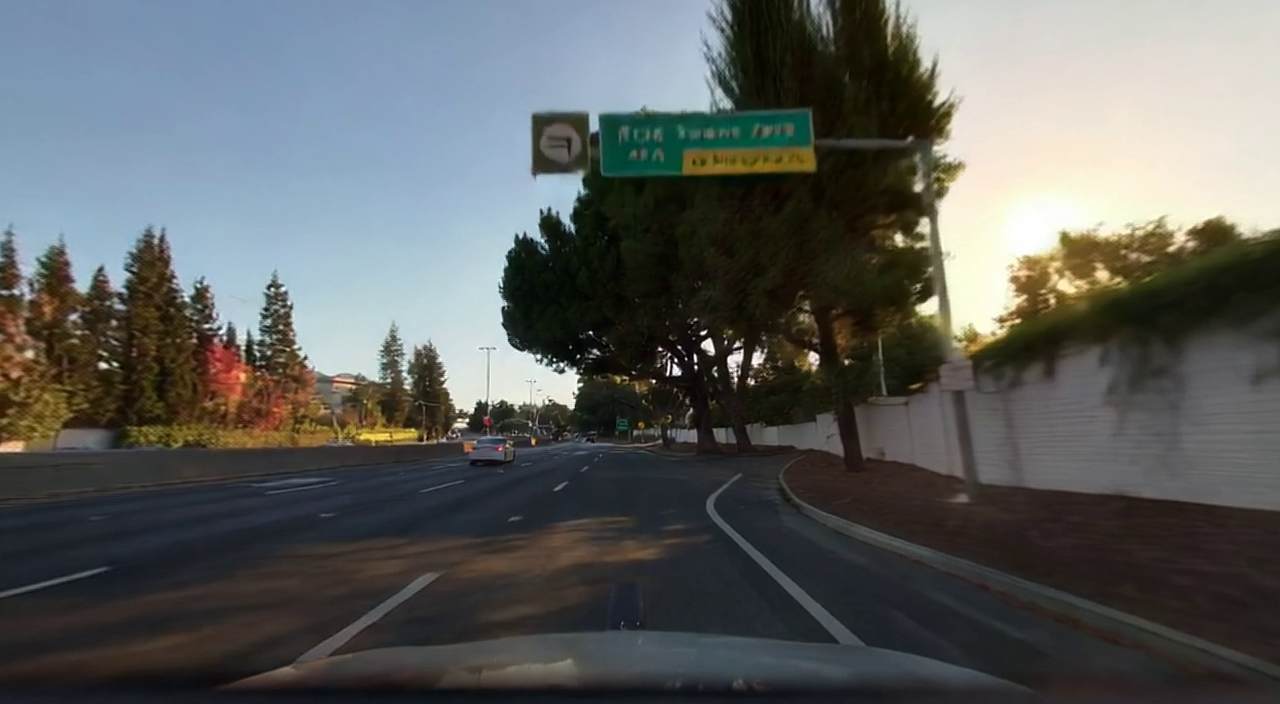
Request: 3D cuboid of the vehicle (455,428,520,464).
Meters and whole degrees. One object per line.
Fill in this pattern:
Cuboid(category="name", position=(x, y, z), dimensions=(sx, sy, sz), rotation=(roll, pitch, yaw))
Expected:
Cuboid(category="vehicle", position=(-7.698, 4.815, 32.371), dimensions=(2.115, 1.711, 4.722), rotation=(0, -8, 1))
